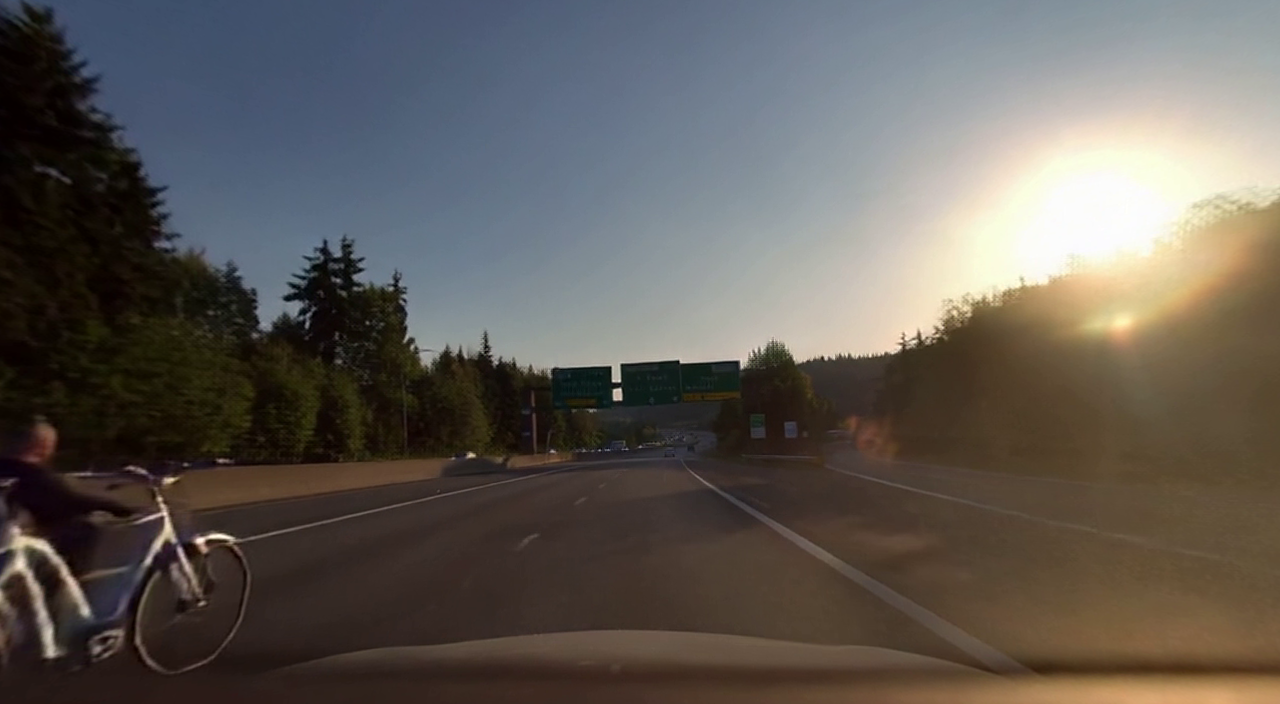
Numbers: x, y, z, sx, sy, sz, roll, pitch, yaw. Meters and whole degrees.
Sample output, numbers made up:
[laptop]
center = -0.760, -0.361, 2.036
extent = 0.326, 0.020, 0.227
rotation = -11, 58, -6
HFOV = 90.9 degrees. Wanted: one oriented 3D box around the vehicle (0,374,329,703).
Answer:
[vehicle]
center = -3.387, 0.890, 2.461
extent = 2.108, 1.557, 4.344
rotation = 0, -9, 0
